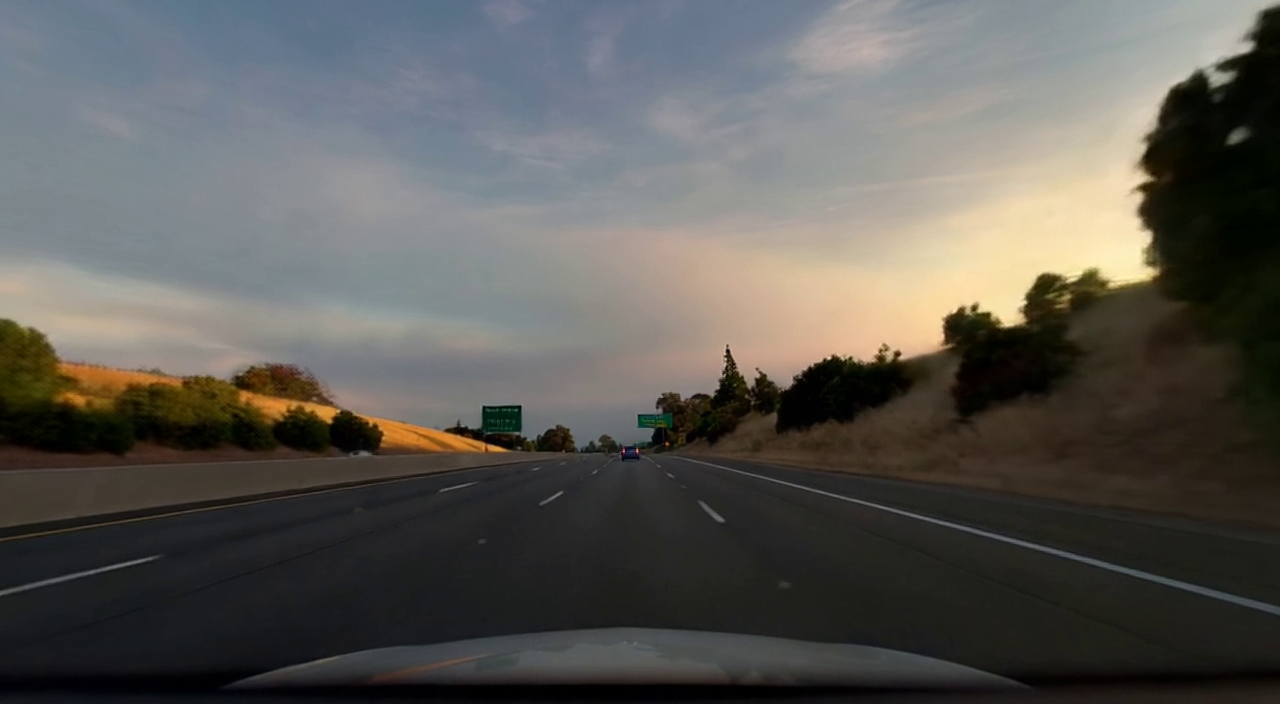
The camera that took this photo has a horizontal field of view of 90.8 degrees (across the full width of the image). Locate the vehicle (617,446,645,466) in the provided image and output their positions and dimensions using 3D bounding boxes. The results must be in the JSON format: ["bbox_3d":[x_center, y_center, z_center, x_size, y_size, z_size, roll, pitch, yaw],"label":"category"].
[{"bbox_3d":[-0.737,8.075,49.243,2.080,1.468,3.884,0,-9,-1],"label":"vehicle"}]
